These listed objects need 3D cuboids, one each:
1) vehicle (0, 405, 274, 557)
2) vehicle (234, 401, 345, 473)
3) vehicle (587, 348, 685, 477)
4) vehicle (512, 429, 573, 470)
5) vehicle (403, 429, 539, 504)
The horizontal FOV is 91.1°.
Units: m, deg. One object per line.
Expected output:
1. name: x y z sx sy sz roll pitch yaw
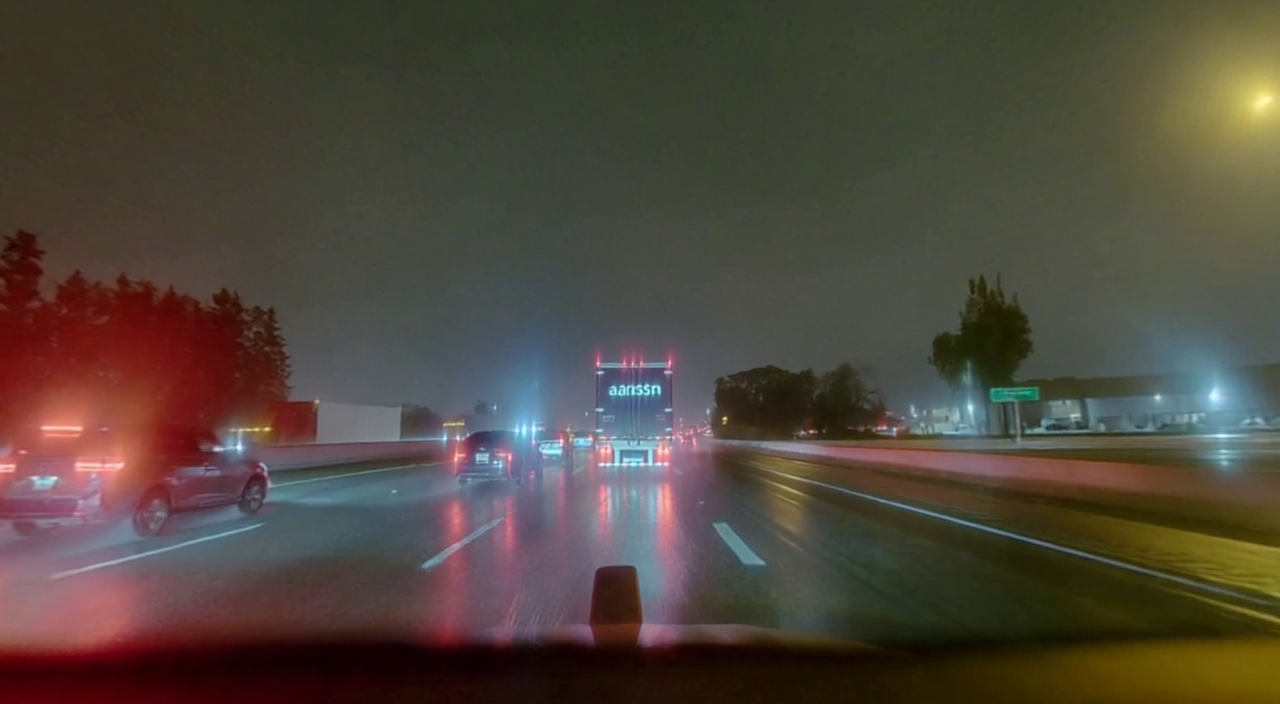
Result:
1. vehicle: -7.772 1.762 9.351 1.998 1.698 4.461 0 -8 -1
2. vehicle: -22.175 5.428 40.305 3.113 4.229 6.375 0 -8 2
3. vehicle: -0.291 2.693 26.007 3.171 4.204 11.036 0 -8 -2
4. vehicle: -4.059 4.146 26.912 1.946 1.599 4.073 0 -8 0
5. vehicle: -3.806 2.630 15.051 1.964 1.507 4.361 0 -8 1
